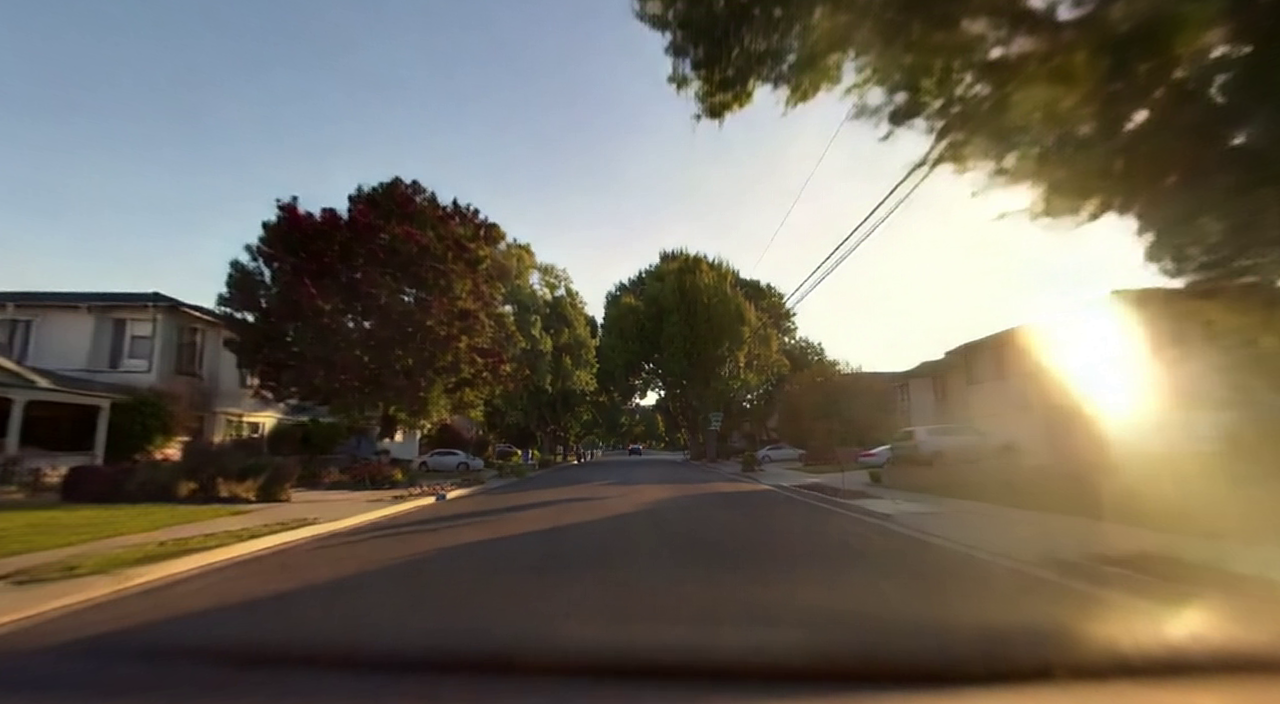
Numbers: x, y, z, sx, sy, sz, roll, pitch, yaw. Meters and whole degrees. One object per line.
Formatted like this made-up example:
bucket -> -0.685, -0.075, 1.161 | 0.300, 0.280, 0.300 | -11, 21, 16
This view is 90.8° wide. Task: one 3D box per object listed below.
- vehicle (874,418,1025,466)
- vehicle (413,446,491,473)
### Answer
vehicle -> 12.780, 3.788, 26.411 | 5.049, 1.845, 2.327 | -1, -9, 0
vehicle -> -13.211, 7.593, 44.738 | 4.887, 1.788, 2.006 | 1, -9, -3
